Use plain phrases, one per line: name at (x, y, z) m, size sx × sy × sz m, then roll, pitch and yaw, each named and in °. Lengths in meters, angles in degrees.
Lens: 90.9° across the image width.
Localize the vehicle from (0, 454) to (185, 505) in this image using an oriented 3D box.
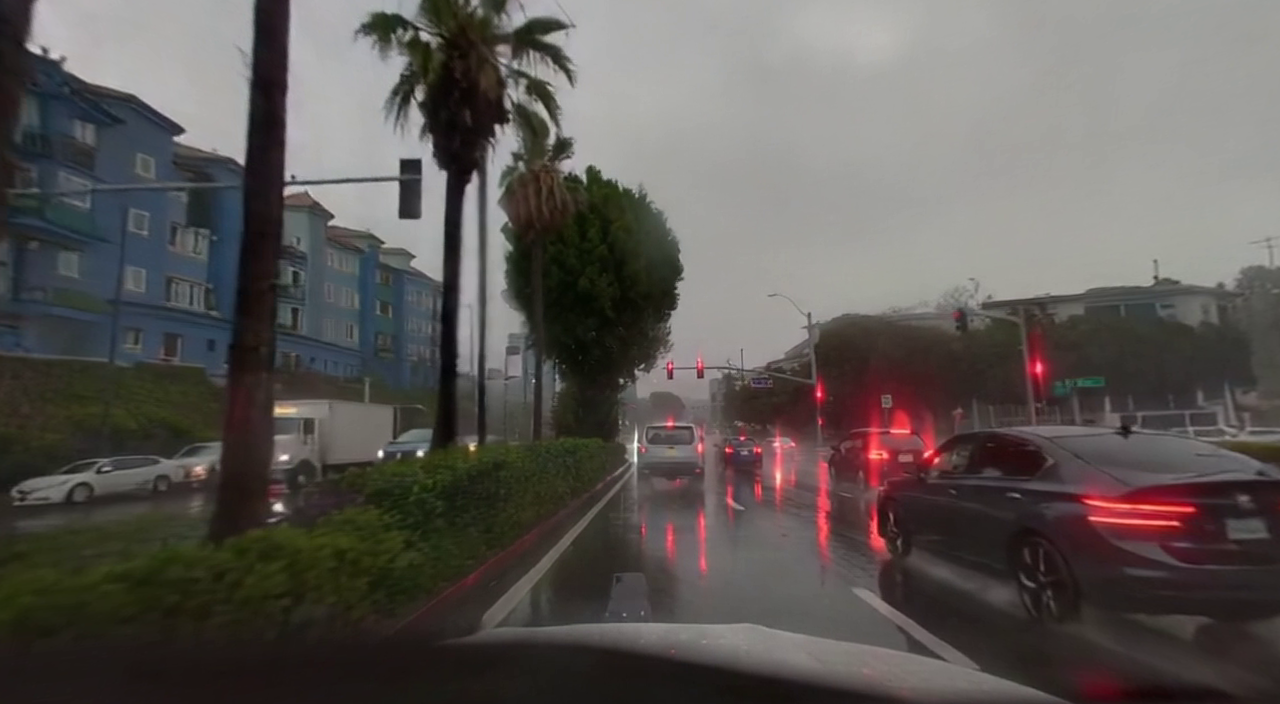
vehicle at (-18.542, 4.284, 21.669) m, size 2.070 × 1.499 × 4.851 m, roll -1°, pitch -9°, yaw 3°

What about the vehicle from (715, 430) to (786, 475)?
vehicle at (4.673, 4.351, 27.477) m, size 2.283 × 1.738 × 4.916 m, roll 0°, pitch -9°, yaw 1°

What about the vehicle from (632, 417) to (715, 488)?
vehicle at (1.106, 3.468, 21.928) m, size 2.487 × 2.115 × 5.444 m, roll -1°, pitch -9°, yaw 2°

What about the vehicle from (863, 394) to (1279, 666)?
vehicle at (3.921, 1.414, 6.088) m, size 1.993 × 1.645 × 4.350 m, roll 0°, pitch -9°, yaw 1°

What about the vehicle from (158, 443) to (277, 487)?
vehicle at (-18.110, 4.841, 27.324) m, size 1.965 × 1.747 × 4.461 m, roll 0°, pitch -9°, yaw 1°

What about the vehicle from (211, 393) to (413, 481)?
vehicle at (-14.868, 4.185, 30.437) m, size 3.100 × 3.378 × 11.784 m, roll -1°, pitch -9°, yaw 2°

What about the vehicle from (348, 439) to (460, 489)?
vehicle at (-7.983, 3.818, 21.818) m, size 2.101 × 1.538 × 4.253 m, roll -1°, pitch -9°, yaw 2°

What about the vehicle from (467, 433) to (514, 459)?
vehicle at (-10.687, 6.739, 45.337) m, size 2.097 × 1.759 × 4.416 m, roll -1°, pitch -9°, yaw 3°
